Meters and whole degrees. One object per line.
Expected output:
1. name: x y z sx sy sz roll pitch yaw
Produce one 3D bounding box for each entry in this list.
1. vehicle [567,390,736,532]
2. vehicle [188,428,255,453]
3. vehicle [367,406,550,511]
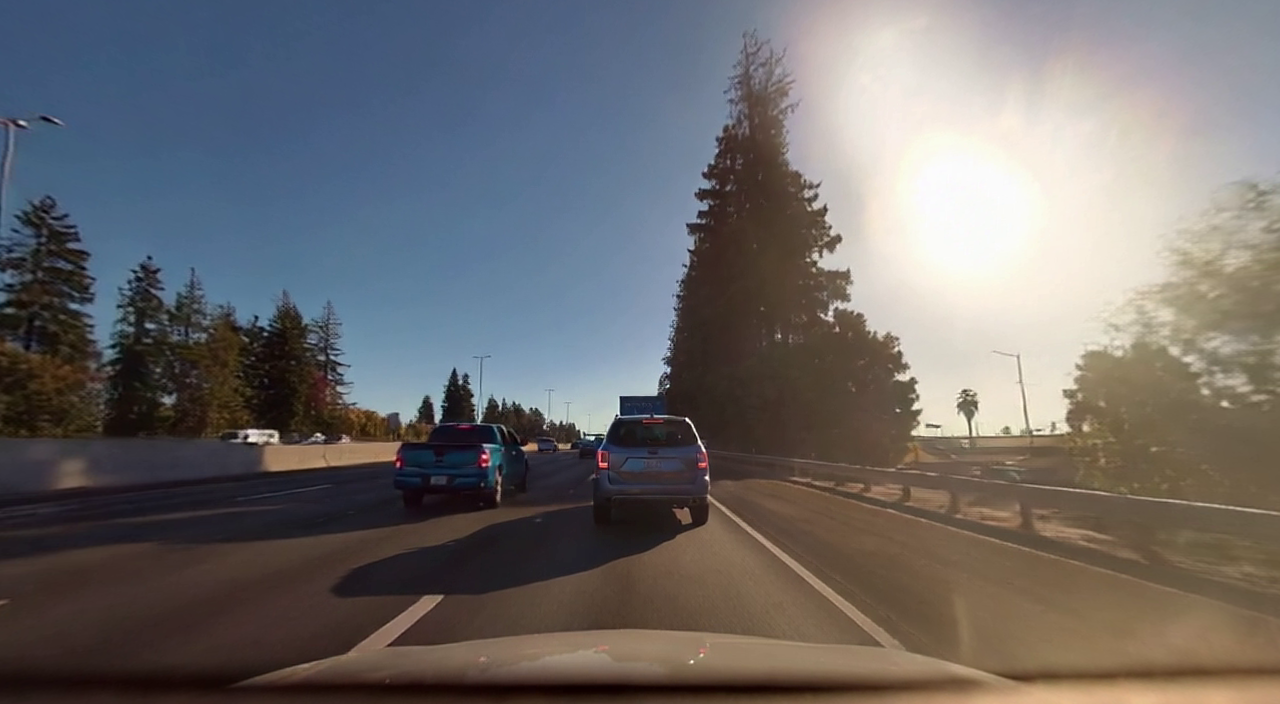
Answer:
1. vehicle: 0.160 1.908 11.450 2.395 2.013 4.734 0 -8 0
2. vehicle: -24.747 5.249 37.401 1.502 1.396 3.402 -1 -9 2
3. vehicle: -3.820 2.409 14.693 2.486 1.962 5.525 0 -8 2
